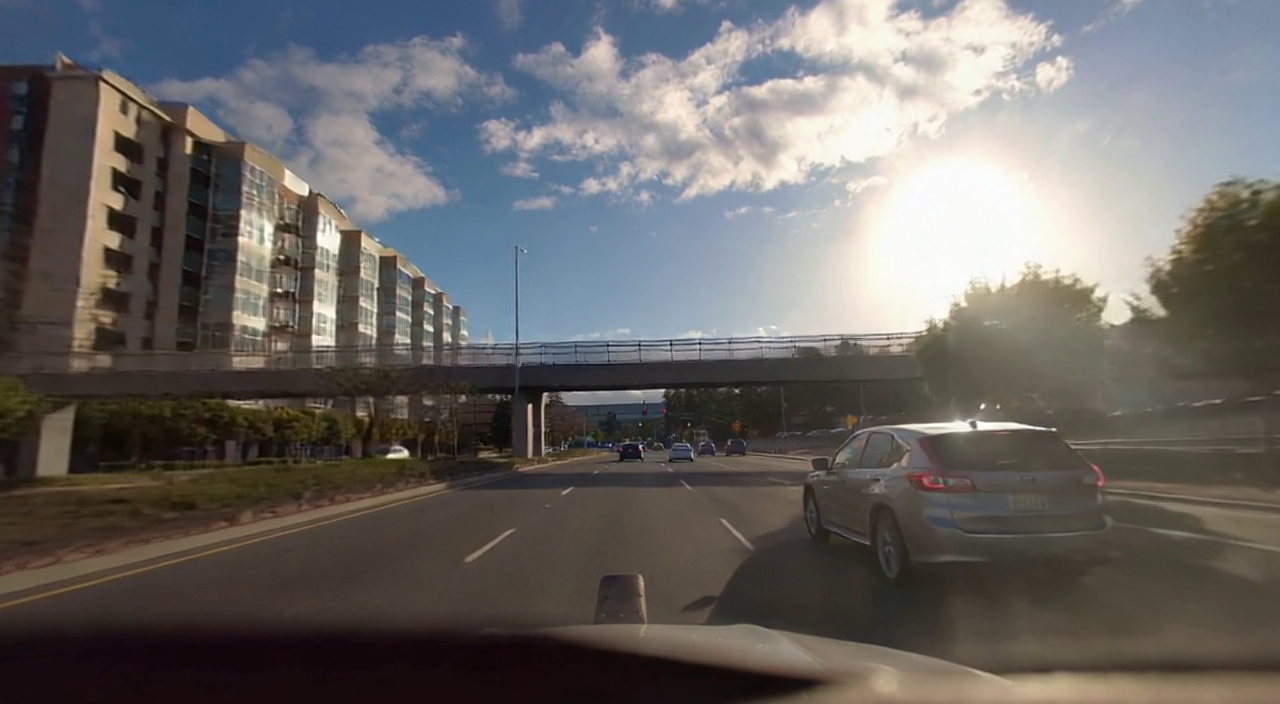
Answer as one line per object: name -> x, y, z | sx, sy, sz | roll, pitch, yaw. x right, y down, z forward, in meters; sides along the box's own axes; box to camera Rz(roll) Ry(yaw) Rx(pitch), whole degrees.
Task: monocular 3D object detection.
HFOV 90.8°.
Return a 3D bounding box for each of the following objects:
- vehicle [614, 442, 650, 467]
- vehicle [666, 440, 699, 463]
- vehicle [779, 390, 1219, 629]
vehicle -> -0.484, 6.542, 40.628 | 2.173, 1.498, 4.528 | 0, -8, 1
vehicle -> 3.195, 7.542, 48.008 | 2.165, 1.708, 3.928 | 0, -8, -2
vehicle -> 3.153, 1.494, 7.036 | 2.130, 1.741, 4.665 | 0, -8, 0
